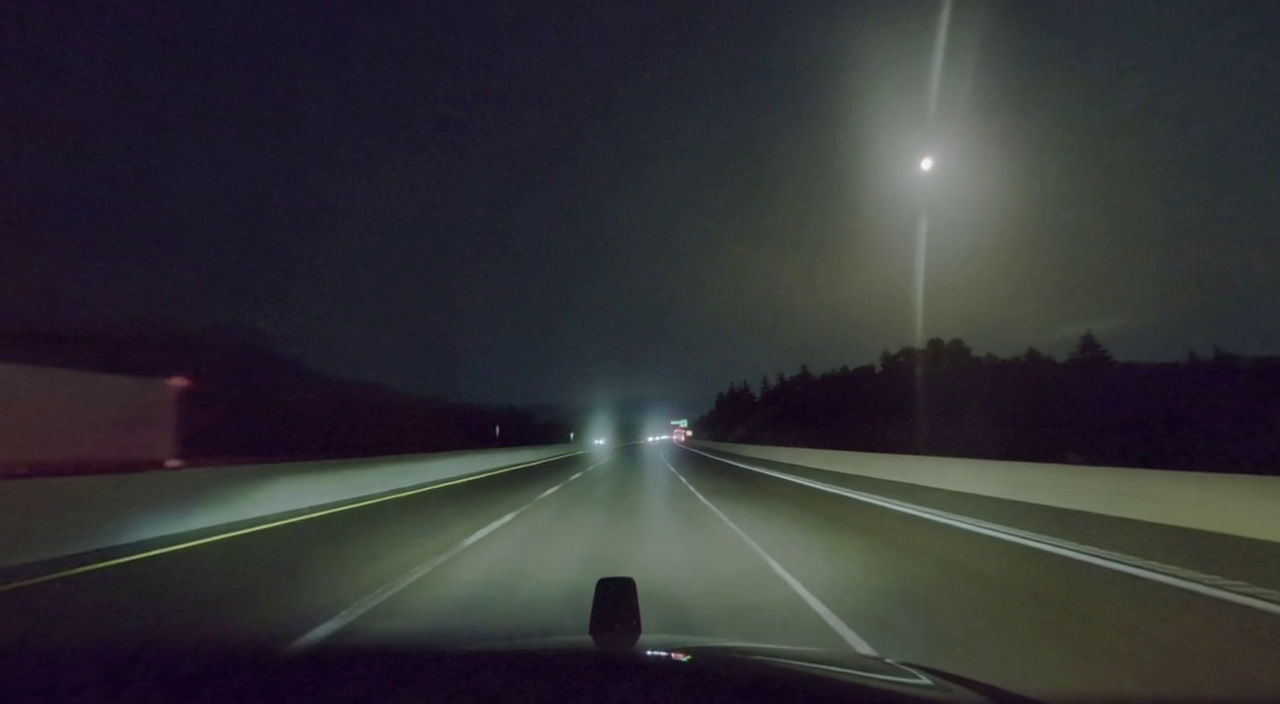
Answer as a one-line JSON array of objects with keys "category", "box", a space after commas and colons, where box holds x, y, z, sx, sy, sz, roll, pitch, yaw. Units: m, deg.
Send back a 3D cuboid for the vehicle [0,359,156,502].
[{"category": "vehicle", "box": [-19.964, 2.046, 16.620, 2.973, 4.079, 14.336, 0, -8, 0]}]
